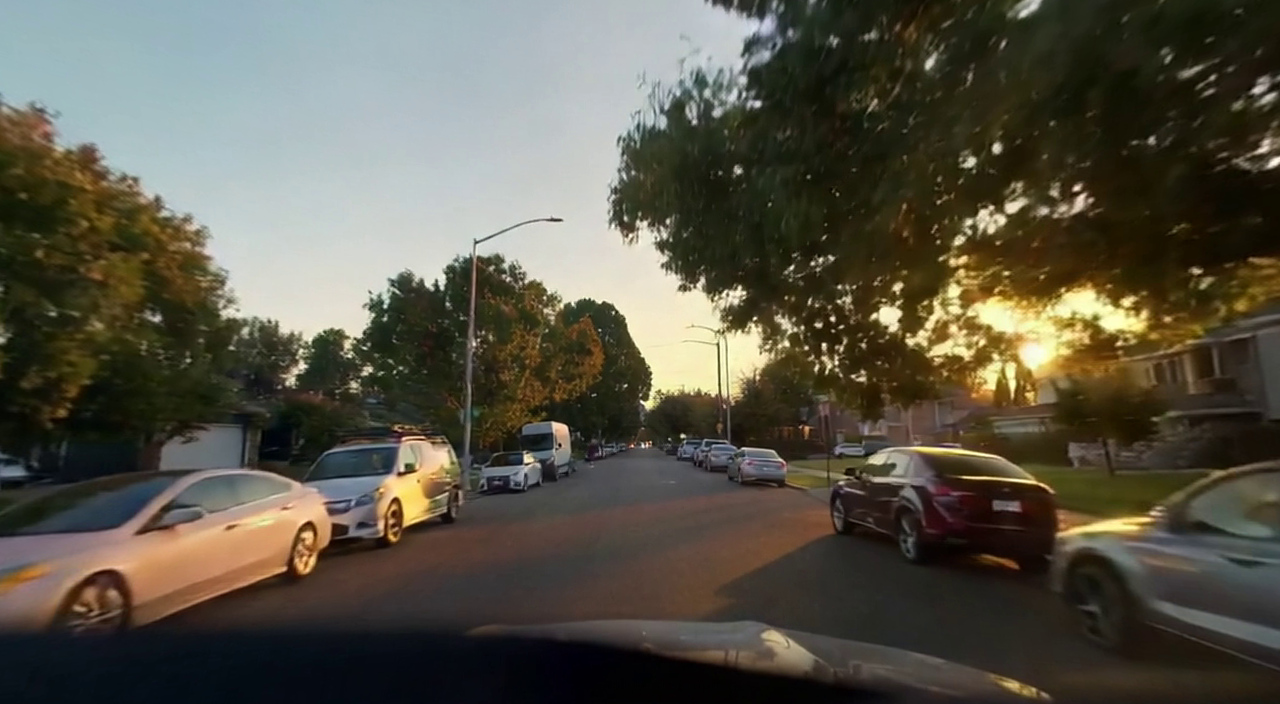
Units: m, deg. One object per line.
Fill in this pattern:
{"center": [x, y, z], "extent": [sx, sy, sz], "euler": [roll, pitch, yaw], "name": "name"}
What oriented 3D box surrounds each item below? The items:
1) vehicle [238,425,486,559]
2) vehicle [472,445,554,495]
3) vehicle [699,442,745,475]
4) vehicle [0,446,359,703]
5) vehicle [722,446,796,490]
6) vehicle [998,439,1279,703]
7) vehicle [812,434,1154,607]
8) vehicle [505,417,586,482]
{"center": [-4.600, 2.372, 11.591], "extent": [2.154, 1.796, 5.294], "euler": [-2, -8, 0], "name": "vehicle"}
{"center": [-4.680, 4.381, 23.860], "extent": [2.023, 1.568, 4.942], "euler": [-3, -9, 1], "name": "vehicle"}
{"center": [4.211, 5.537, 32.961], "extent": [1.839, 1.520, 4.498], "euler": [3, -8, 1], "name": "vehicle"}
{"center": [-4.651, 1.695, 5.803], "extent": [2.008, 1.524, 4.602], "euler": [-1, -8, 0], "name": "vehicle"}
{"center": [4.263, 4.206, 23.180], "extent": [1.846, 1.351, 4.272], "euler": [2, -8, -1], "name": "vehicle"}
{"center": [4.170, 1.230, 3.427], "extent": [1.852, 1.487, 4.327], "euler": [0, -8, 0], "name": "vehicle"}
{"center": [4.121, 2.033, 8.669], "extent": [2.068, 1.532, 4.663], "euler": [5, -8, 0], "name": "vehicle"}
{"center": [-4.320, 4.609, 29.853], "extent": [2.470, 2.613, 5.989], "euler": [-4, -9, 4], "name": "vehicle"}
